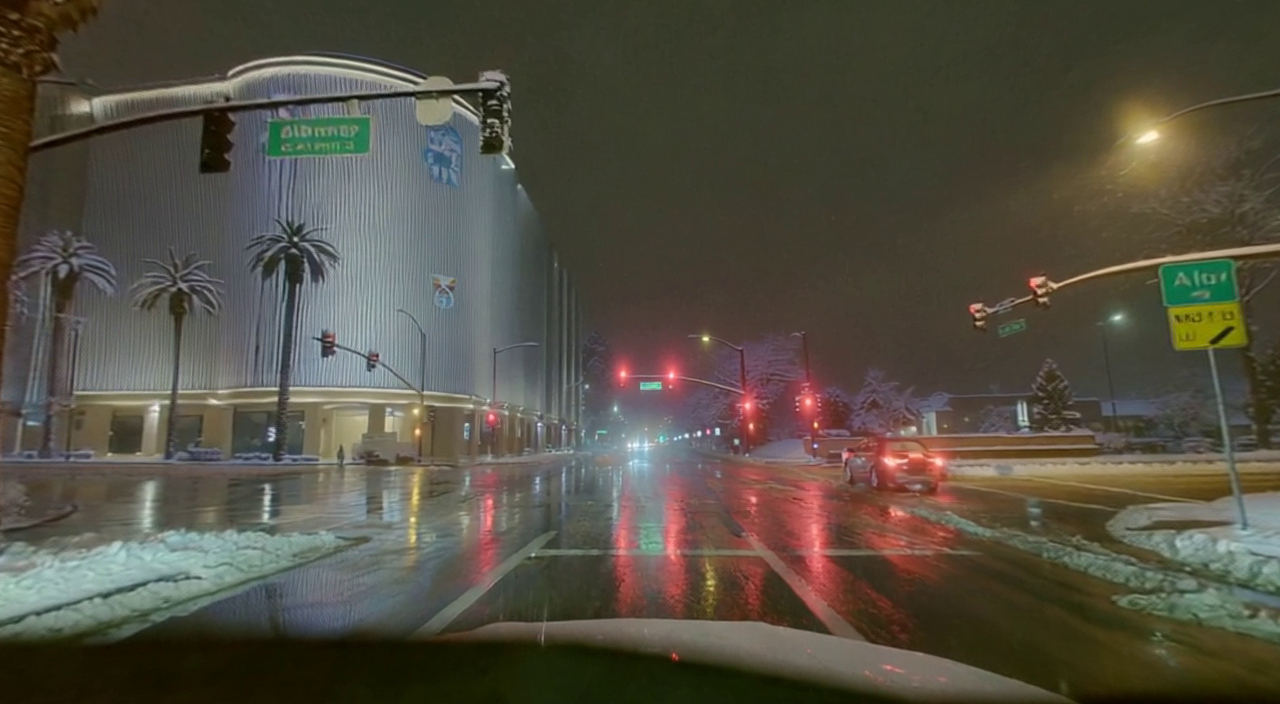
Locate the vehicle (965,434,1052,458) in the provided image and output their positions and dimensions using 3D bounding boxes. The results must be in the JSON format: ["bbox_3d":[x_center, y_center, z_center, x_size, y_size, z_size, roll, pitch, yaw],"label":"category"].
[{"bbox_3d":[23.703,6.047,40.604,4.423,1.465,1.798,0,-8,1],"label":"vehicle"}]

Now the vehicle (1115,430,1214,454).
[{"bbox_3d":[33.357,5.759,40.178,4.567,1.458,1.791,0,-8,2],"label":"vehicle"}]

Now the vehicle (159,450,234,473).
[{"bbox_3d":[-32.967,8.117,46.867,4.136,1.661,1.857,0,-8,1],"label":"vehicle"}]

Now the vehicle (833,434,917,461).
[{"bbox_3d":[15.205,6.167,40.863,4.648,1.665,1.910,0,-8,-1],"label":"vehicle"}]

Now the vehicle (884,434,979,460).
[{"bbox_3d":[17.087,5.581,37.133,4.684,1.461,1.777,0,-8,-1],"label":"vehicle"}]

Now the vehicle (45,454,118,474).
[{"bbox_3d":[-41.516,8.326,46.918,3.698,1.467,1.779,0,-8,1],"label":"vehicle"}]

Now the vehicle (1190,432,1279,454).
[{"bbox_3d":[42.295,6.483,44.878,4.437,1.469,1.811,0,-8,0],"label":"vehicle"}]
